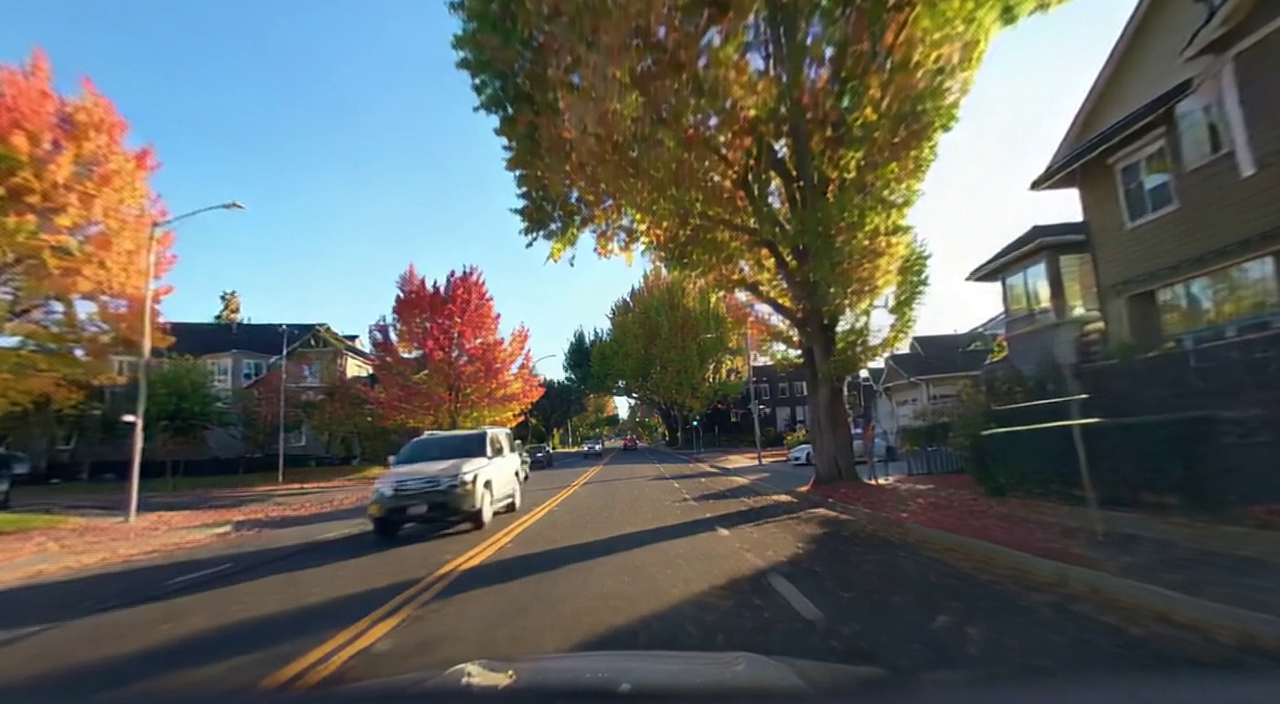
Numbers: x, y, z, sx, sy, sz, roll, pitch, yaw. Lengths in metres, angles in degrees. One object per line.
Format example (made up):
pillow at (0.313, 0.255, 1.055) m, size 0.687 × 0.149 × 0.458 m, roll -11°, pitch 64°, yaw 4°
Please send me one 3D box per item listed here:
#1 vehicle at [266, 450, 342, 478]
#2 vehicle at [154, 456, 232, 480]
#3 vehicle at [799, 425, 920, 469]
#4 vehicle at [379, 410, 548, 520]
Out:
vehicle at (-21.554, 7.198, 40.788) m, size 2.052 × 1.470 × 4.633 m, roll -6°, pitch -9°, yaw 7°
vehicle at (-31.974, 8.271, 45.361) m, size 1.914 × 1.493 × 4.248 m, roll -2°, pitch -9°, yaw 15°
vehicle at (9.265, 4.052, 27.020) m, size 4.385 × 1.612 × 2.070 m, roll -3°, pitch -8°, yaw 4°
vehicle at (-3.575, 2.428, 14.139) m, size 2.275 × 1.953 × 5.423 m, roll 0°, pitch -8°, yaw -1°
